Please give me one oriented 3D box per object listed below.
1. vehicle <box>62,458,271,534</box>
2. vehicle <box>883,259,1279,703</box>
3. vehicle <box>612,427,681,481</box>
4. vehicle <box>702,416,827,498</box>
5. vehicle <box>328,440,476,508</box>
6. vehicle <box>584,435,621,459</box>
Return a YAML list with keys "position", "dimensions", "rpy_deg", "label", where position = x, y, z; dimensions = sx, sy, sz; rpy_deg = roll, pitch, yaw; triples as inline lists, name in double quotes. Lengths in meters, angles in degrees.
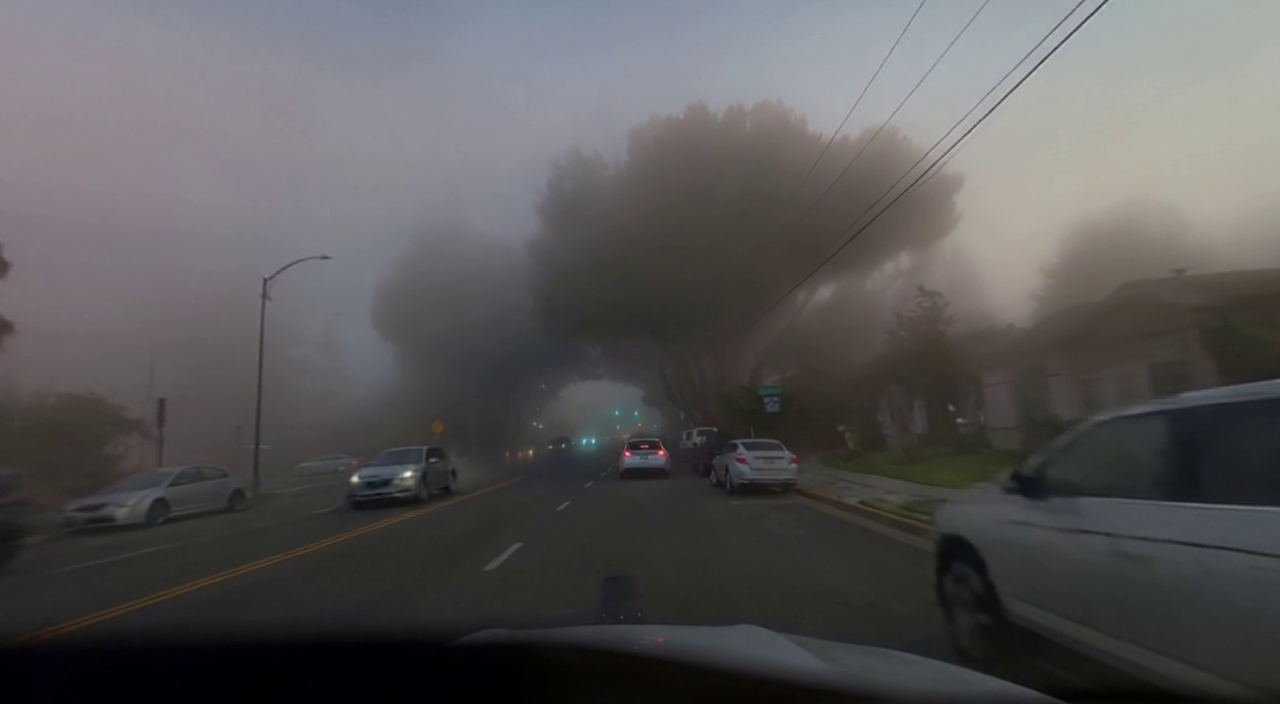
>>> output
- position: [-12.103, 3.654, 16.638]
  dimensions: [2.070, 1.610, 4.356]
  rpy_deg: [0, -8, 0]
  label: "vehicle"
- position: [2.885, 0.686, 2.027]
  dimensions: [2.289, 1.782, 4.661]
  rpy_deg: [0, -8, -1]
  label: "vehicle"
- position: [0.165, 3.310, 20.726]
  dimensions: [2.041, 1.575, 4.304]
  rpy_deg: [0, -8, -1]
  label: "vehicle"
- position: [2.913, 2.597, 15.953]
  dimensions: [2.060, 1.733, 4.639]
  rpy_deg: [0, -8, -2]
  label: "vehicle"
- position: [-5.984, 3.100, 16.633]
  dimensions: [1.981, 1.498, 4.701]
  rpy_deg: [0, -8, 1]
  label: "vehicle"
- position: [-2.483, 6.402, 42.842]
  dimensions: [2.117, 1.528, 4.277]
  rpy_deg: [0, -8, 1]
  label: "vehicle"
